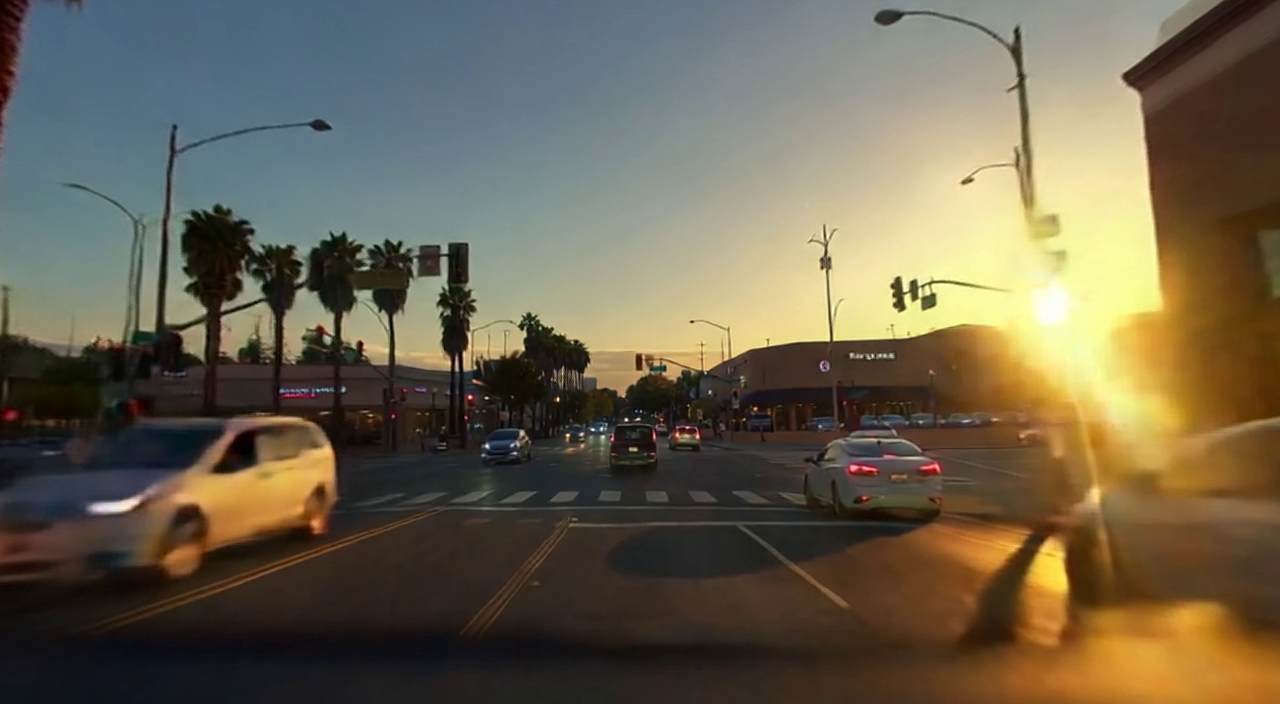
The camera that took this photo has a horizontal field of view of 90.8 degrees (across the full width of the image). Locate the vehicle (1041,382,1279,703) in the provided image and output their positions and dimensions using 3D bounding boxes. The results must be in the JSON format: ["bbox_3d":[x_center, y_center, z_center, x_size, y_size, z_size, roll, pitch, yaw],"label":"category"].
[{"bbox_3d":[4.405,0.980,3.079,2.070,1.711,4.480,-1,-8,3],"label":"vehicle"}]

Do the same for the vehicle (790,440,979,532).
[{"bbox_3d":[4.488,2.509,12.544,1.963,1.449,4.653,0,-8,1],"label":"vehicle"}]

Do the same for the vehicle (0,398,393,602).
[{"bbox_3d":[-5.322,1.693,8.206,2.324,1.808,4.946,0,-8,-1],"label":"vehicle"}]

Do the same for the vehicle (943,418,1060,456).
[{"bbox_3d":[17.030,4.040,29.932,4.304,1.685,1.947,0,-8,1],"label":"vehicle"}]

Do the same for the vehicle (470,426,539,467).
[{"bbox_3d":[-5.954,4.230,28.318,2.040,1.670,4.508,0,-8,0],"label":"vehicle"}]

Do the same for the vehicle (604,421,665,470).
[{"bbox_3d":[-0.253,3.833,25.962,2.264,1.798,4.531,0,-8,-1],"label":"vehicle"}]
